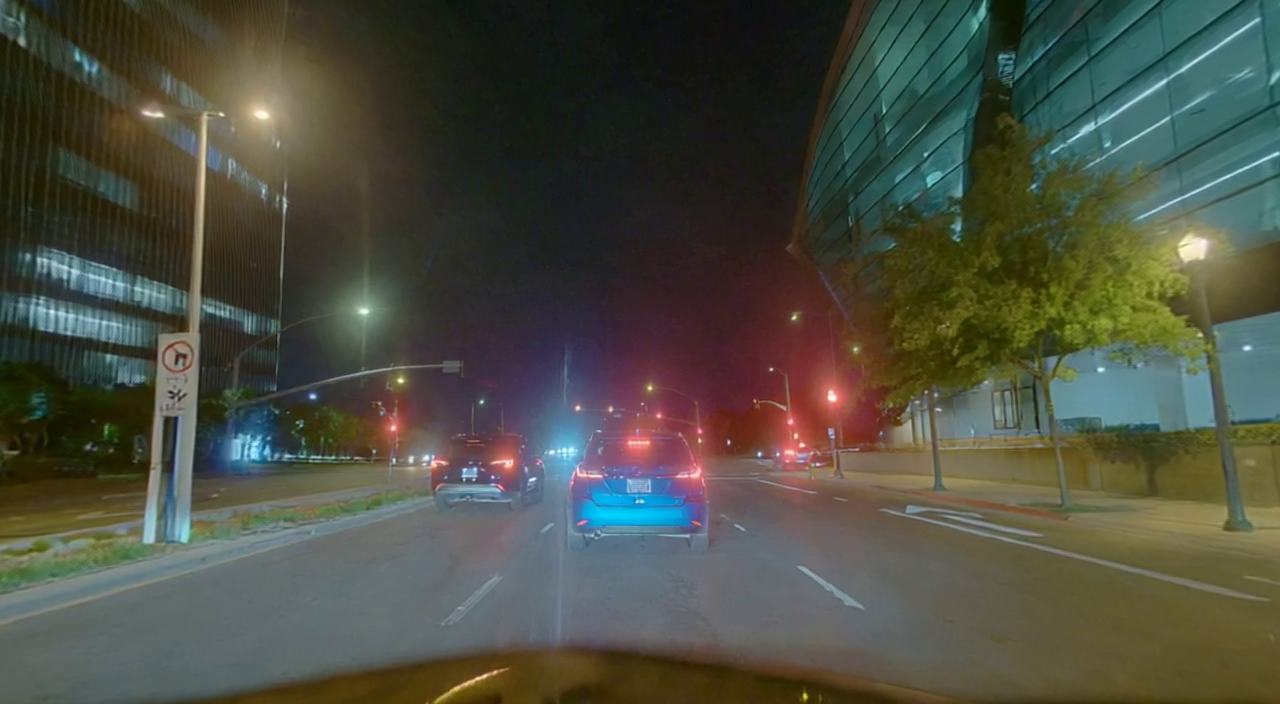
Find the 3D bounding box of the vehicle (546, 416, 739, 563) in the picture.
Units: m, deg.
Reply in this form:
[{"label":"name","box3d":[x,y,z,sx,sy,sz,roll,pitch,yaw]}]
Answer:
[{"label":"vehicle","box3d":[0.016,1.886,9.398,2.207,1.659,4.155,0,-8,0]}]

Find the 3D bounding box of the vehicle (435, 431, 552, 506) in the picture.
[{"label":"vehicle","box3d":[-3.620,2.964,16.492,2.068,1.678,4.199,0,-8,0]}]

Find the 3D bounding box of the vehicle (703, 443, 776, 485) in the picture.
[{"label":"vehicle","box3d":[3.716,4.256,24.461,2.082,1.445,4.426,0,-8,0]}]

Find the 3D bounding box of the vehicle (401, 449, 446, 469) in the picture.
[{"label":"vehicle","box3d":[-16.704,8.269,48.953,1.826,1.422,4.490,0,-8,0]}]
